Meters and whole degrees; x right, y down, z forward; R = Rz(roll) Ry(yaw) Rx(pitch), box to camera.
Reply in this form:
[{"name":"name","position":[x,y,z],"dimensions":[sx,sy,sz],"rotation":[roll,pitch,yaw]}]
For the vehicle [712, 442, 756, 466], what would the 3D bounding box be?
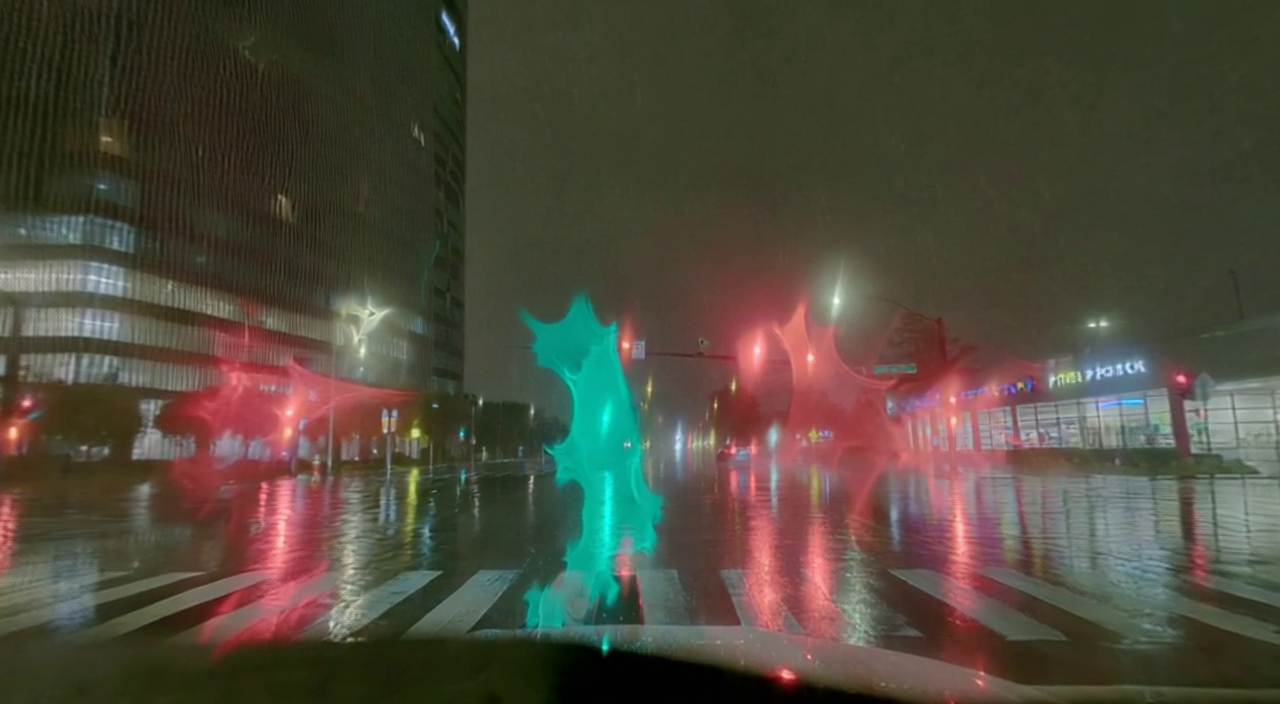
[{"name":"vehicle","position":[5.992,6.570,40.945],"dimensions":[1.988,1.466,4.529],"rotation":[0,-8,-2]}]
